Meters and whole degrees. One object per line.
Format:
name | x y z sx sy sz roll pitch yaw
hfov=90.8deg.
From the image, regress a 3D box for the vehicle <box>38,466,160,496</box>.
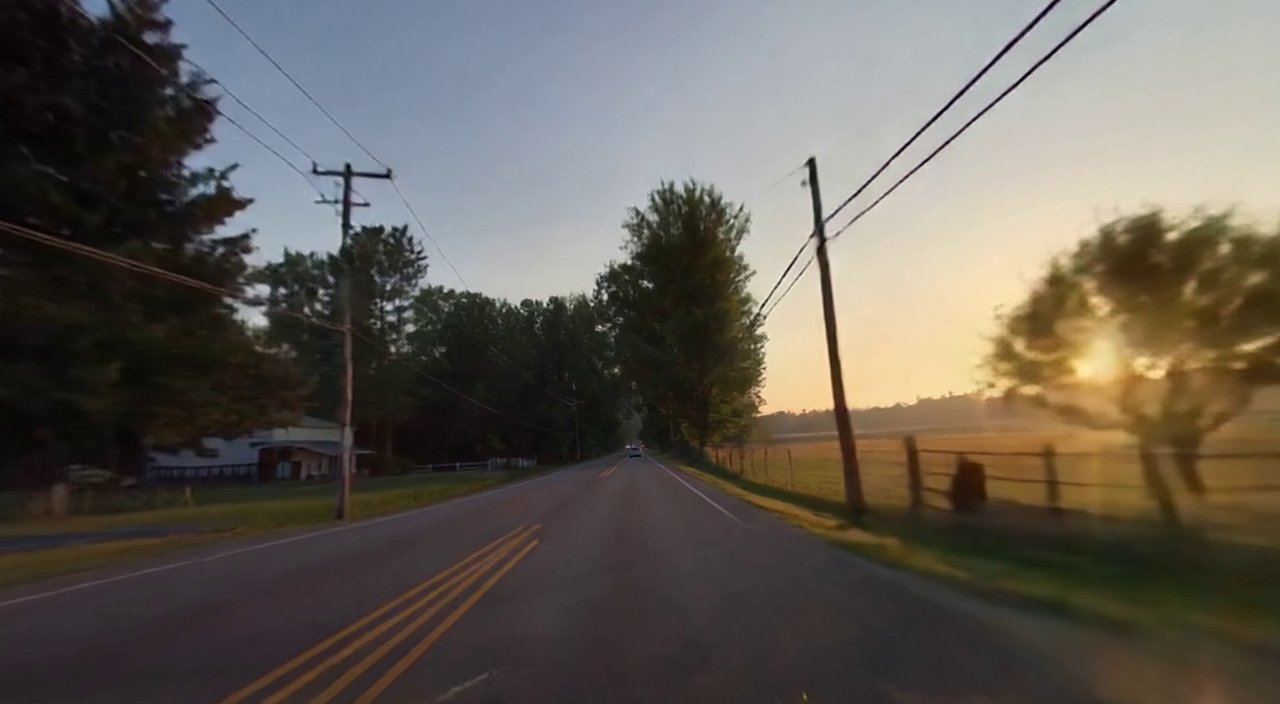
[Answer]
vehicle | -36.902 8.800 43.248 5.978 1.864 2.185 1 -8 -7
